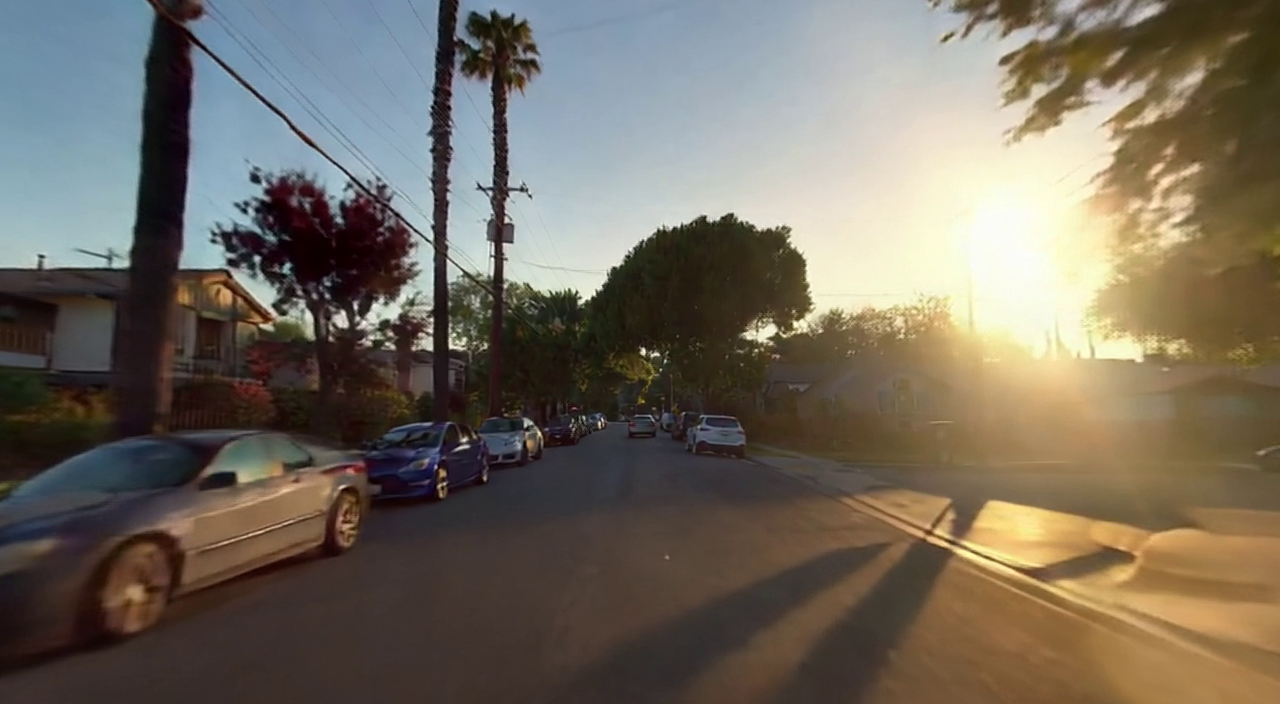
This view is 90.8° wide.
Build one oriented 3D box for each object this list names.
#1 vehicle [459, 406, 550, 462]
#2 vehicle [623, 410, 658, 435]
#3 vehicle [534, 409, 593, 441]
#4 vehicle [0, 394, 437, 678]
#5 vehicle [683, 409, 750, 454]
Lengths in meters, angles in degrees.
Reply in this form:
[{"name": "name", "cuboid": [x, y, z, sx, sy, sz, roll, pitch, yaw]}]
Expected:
[{"name": "vehicle", "cuboid": [-4.137, 2.646, 20.200, 1.769, 1.551, 5.040, 0, -8, 0]}, {"name": "vehicle", "cuboid": [0.024, 4.602, 40.681, 2.081, 1.483, 4.599, 0, -8, 0]}, {"name": "vehicle", "cuboid": [-3.909, 3.913, 33.227, 2.130, 1.543, 5.386, -1, -8, 3]}, {"name": "vehicle", "cuboid": [-4.101, 1.379, 6.273, 2.157, 1.487, 5.718, -1, -8, 2]}, {"name": "vehicle", "cuboid": [2.953, 3.238, 25.418, 2.060, 1.614, 4.652, 0, -8, -1]}]
